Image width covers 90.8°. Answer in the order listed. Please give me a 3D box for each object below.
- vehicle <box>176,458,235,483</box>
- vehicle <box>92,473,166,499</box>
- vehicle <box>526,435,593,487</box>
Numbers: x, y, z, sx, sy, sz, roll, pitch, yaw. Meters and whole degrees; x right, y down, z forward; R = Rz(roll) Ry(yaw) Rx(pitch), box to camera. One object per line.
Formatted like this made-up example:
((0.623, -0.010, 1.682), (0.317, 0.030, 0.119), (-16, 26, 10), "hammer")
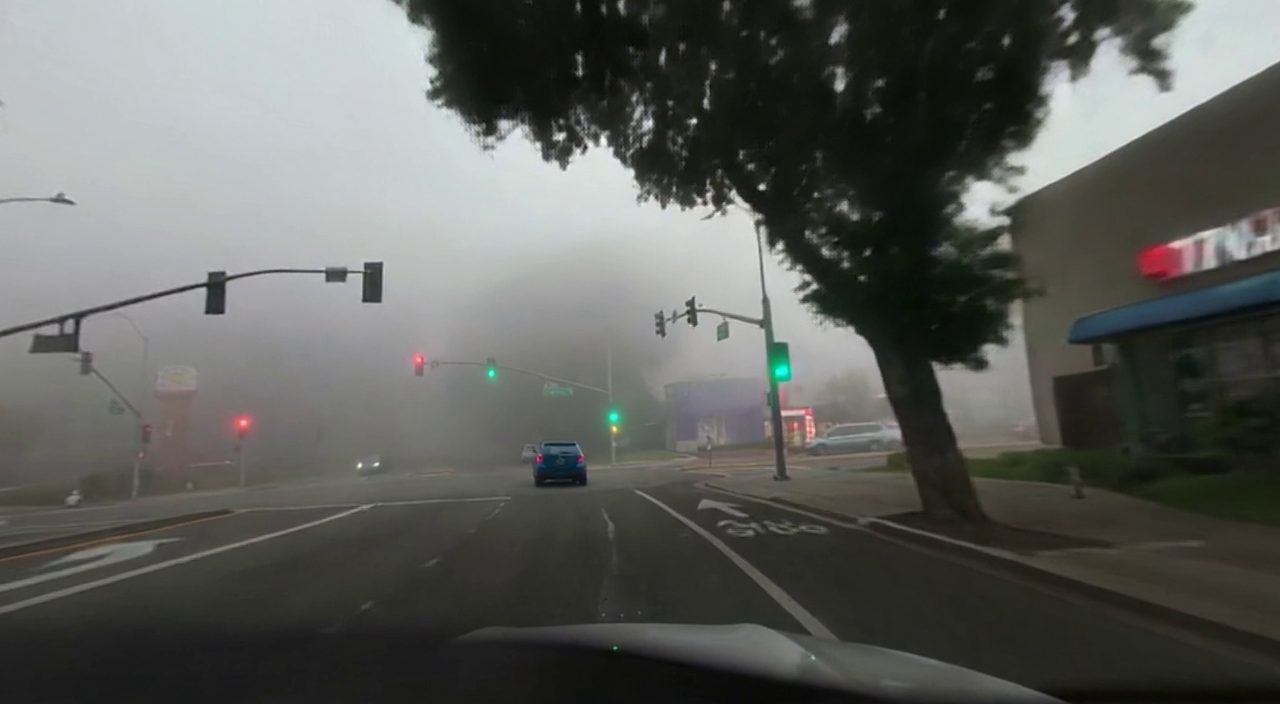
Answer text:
((-32.476, 8.868, 47.364), (2.142, 1.671, 4.083), (1, -8, -11), "vehicle")
((-35.861, 9.396, 44.481), (2.004, 1.479, 4.230), (1, -8, -7), "vehicle")
((-3.085, 4.010, 23.524), (2.227, 1.733, 3.930), (1, -8, -11), "vehicle")
